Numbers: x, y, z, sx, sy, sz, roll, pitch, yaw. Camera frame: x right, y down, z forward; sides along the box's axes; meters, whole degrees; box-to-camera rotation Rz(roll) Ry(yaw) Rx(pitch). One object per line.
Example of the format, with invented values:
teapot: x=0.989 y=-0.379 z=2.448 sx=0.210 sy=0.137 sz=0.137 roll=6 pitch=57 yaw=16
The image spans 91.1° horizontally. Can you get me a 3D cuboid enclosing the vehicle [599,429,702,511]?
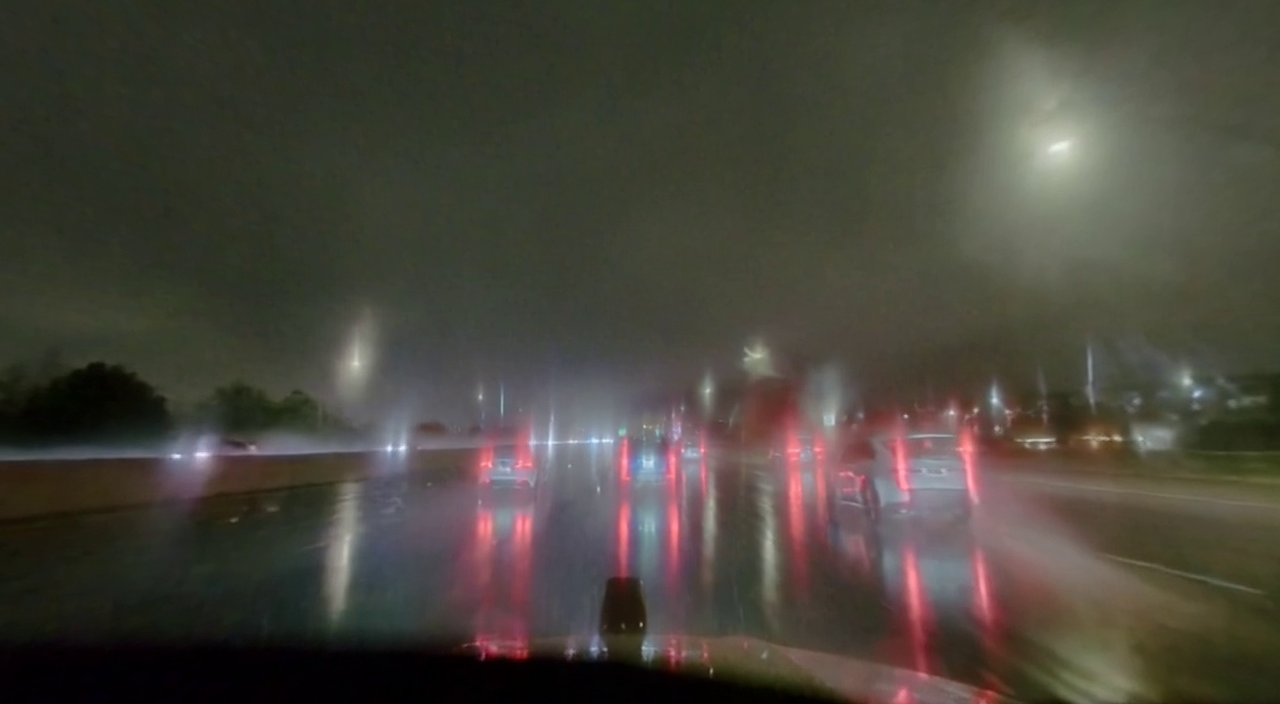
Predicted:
vehicle: x=0.229 y=2.705 z=14.846 sx=2.099 sy=1.640 sz=4.134 roll=0 pitch=-8 yaw=0

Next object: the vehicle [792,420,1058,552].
vehicle: x=4.071 y=1.990 z=9.997 sx=2.210 sy=1.625 sz=4.249 roll=0 pitch=-8 yaw=0

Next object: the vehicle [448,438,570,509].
vehicle: x=-3.091 y=2.967 z=15.912 sx=2.011 sy=1.510 sz=4.698 roll=0 pitch=-8 yaw=1
